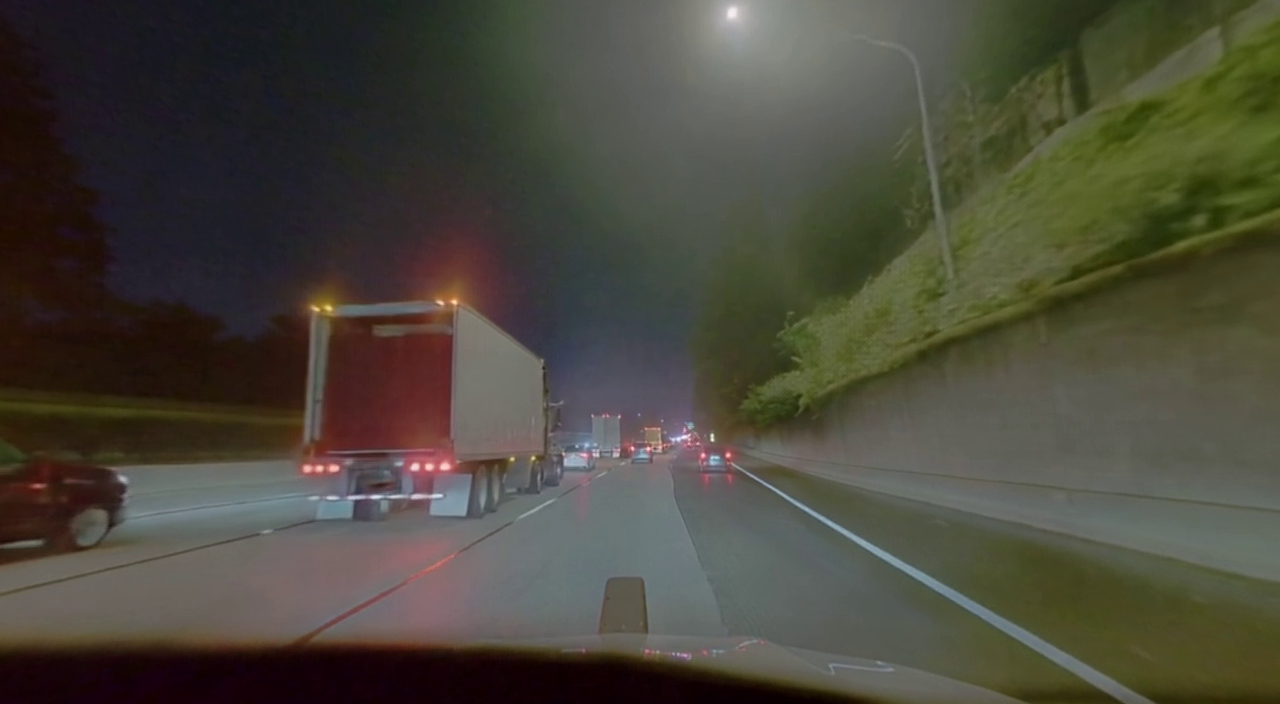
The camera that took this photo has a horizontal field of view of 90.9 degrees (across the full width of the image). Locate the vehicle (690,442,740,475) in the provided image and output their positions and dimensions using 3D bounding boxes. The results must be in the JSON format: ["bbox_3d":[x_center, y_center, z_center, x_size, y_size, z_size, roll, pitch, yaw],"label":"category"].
[{"bbox_3d":[3.641,5.249,31.333,2.176,1.493,3.955,-1,-8,3],"label":"vehicle"}]

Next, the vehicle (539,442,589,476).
[{"bbox_3d":[-3.740,5.375,31.933,1.866,1.568,4.603,0,-8,1],"label":"vehicle"}]

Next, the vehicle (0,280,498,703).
[{"bbox_3d":[-3.980,0.843,3.242,3.050,1.964,15.030,0,-9,0],"label":"vehicle"}]

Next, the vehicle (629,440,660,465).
[{"bbox_3d":[0.322,7.886,49.842,2.325,1.864,4.128,0,-8,0],"label":"vehicle"}]
